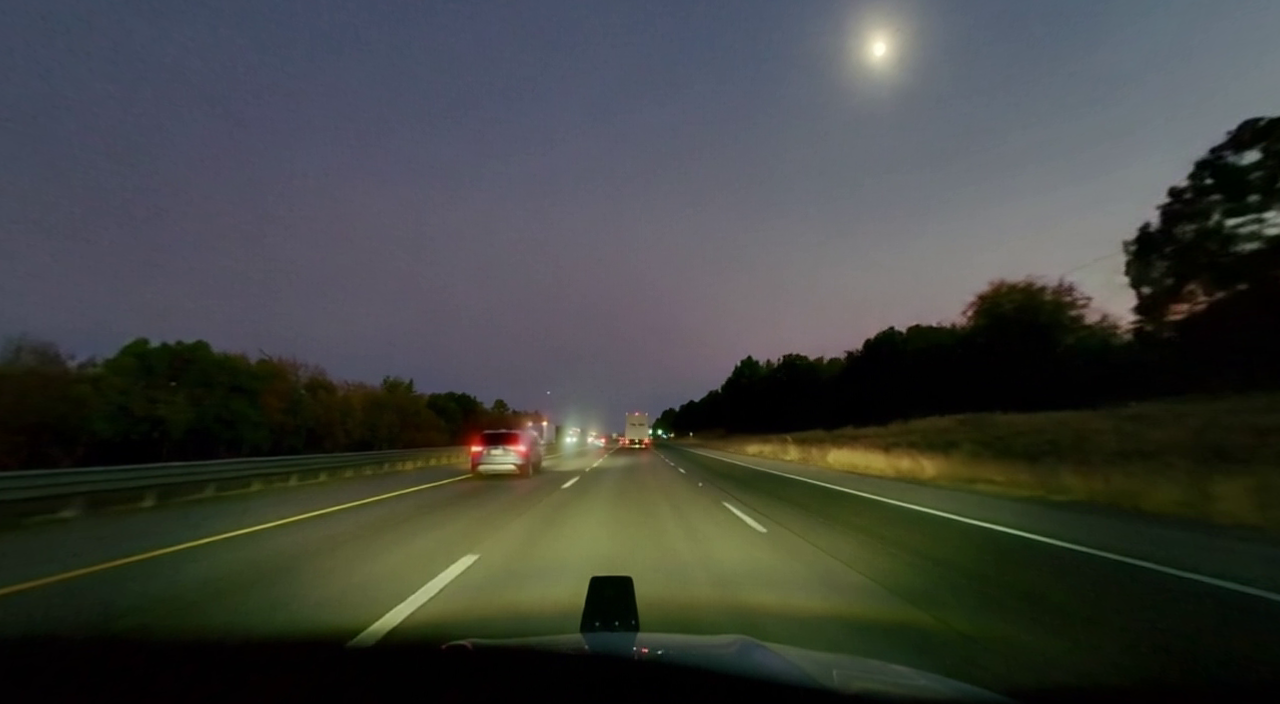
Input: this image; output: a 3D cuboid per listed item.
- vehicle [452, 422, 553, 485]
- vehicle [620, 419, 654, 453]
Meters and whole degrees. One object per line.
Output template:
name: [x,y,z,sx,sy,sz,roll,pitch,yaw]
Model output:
vehicle: [-3.934,2.968,18.859,2.045,1.655,4.301,0,-8,0]
vehicle: [-0.231,6.674,49.783,2.526,2.531,5.026,0,-8,-1]
